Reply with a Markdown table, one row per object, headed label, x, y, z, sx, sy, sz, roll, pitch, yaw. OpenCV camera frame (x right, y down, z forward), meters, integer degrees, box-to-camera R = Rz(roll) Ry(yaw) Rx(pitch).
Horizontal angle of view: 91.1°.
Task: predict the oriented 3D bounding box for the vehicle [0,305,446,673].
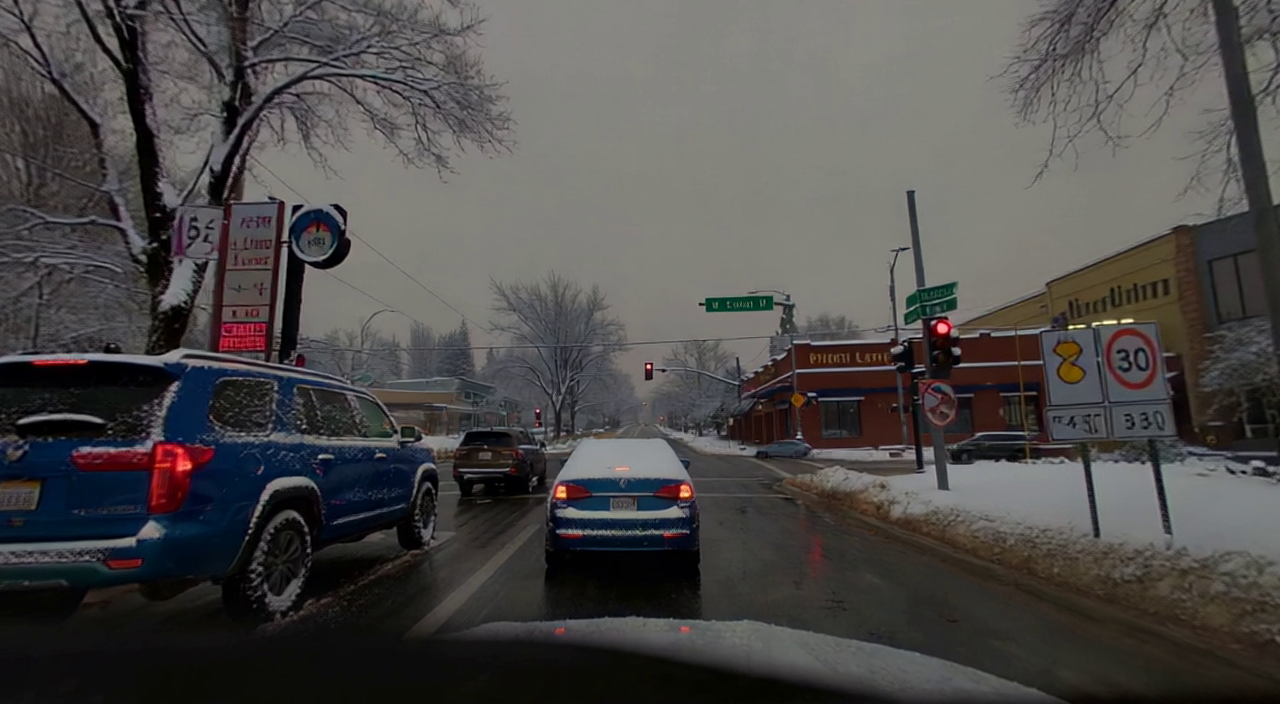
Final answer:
| label | x | y | z | sx | sy | sz | roll | pitch | yaw |
| --- | --- | --- | --- | --- | --- | --- | --- | --- | --- |
| vehicle | -3.820 | 1.138 | 6.208 | 2.152 | 2.118 | 5.066 | 0 | -8 | 0 |

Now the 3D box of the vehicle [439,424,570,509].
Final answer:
| label | x | y | z | sx | sy | sz | roll | pitch | yaw |
| --- | --- | --- | --- | --- | --- | --- | --- | --- | --- |
| vehicle | -2.926 | 2.594 | 14.606 | 2.047 | 1.664 | 4.148 | 0 | -8 | 1 |

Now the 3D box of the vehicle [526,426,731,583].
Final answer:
| label | x | y | z | sx | sy | sz | roll | pitch | yaw |
| --- | --- | --- | --- | --- | --- | --- | --- | --- | --- |
| vehicle | -0.154 | 1.777 | 8.176 | 1.966 | 1.481 | 4.146 | 0 | -8 | -1 |

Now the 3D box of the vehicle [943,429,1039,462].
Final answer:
| label | x | y | z | sx | sy | sz | roll | pitch | yaw |
| --- | --- | --- | --- | --- | --- | --- | --- | --- | --- |
| vehicle | 19.473 | 5.213 | 35.017 | 4.116 | 1.719 | 2.069 | -1 | -9 | 7 |

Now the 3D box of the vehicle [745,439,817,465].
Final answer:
| label | x | y | z | sx | sy | sz | roll | pitch | yaw |
| --- | --- | --- | --- | --- | --- | --- | --- | --- | --- |
| vehicle | 8.214 | 5.862 | 36.713 | 3.924 | 1.447 | 2.039 | -2 | -9 | 11 |
